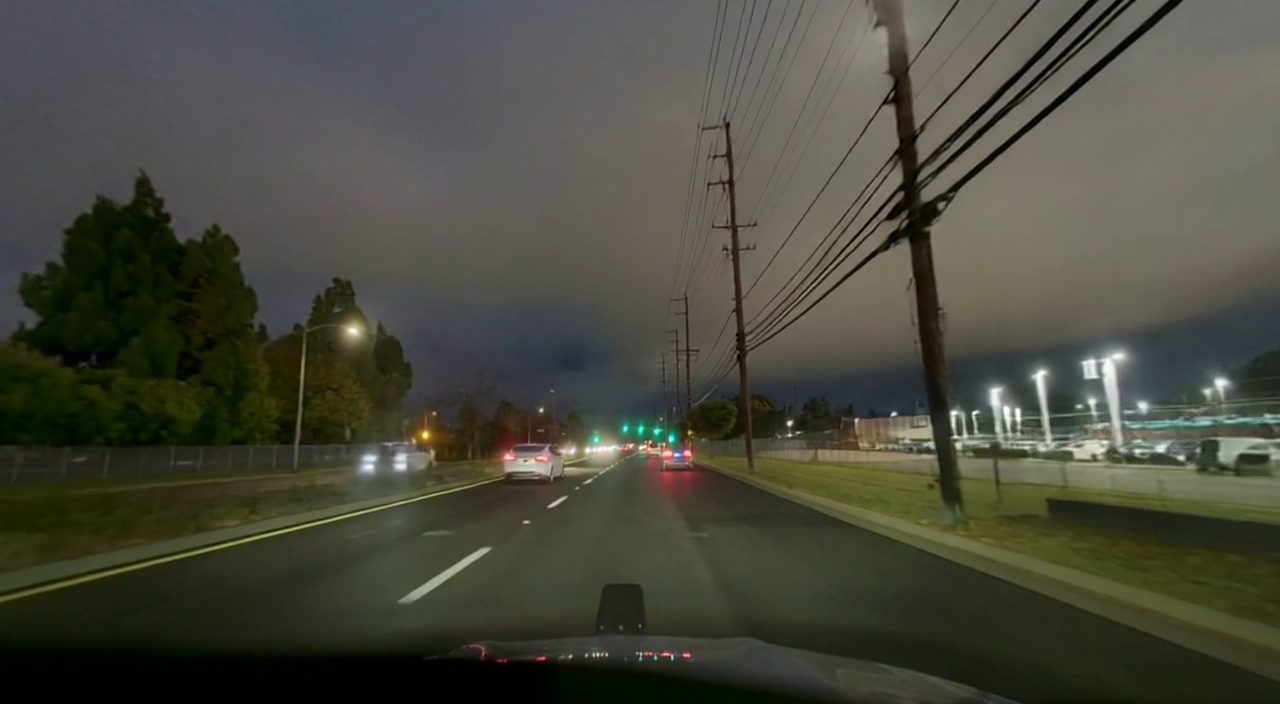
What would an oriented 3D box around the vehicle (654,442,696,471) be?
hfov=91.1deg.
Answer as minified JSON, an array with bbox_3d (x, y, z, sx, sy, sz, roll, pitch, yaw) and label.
[{"bbox_3d":[1.853,5.737,34.576,2.059,1.486,3.980,0,-8,0],"label":"vehicle"}]

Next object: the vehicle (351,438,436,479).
[{"bbox_3d":[-12.126,5.249,31.322,2.090,1.815,5.244,0,-8,1],"label":"vehicle"}]

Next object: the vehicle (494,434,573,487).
[{"bbox_3d":[-3.648,3.813,22.369,1.950,1.692,4.397,0,-8,1],"label":"vehicle"}]
